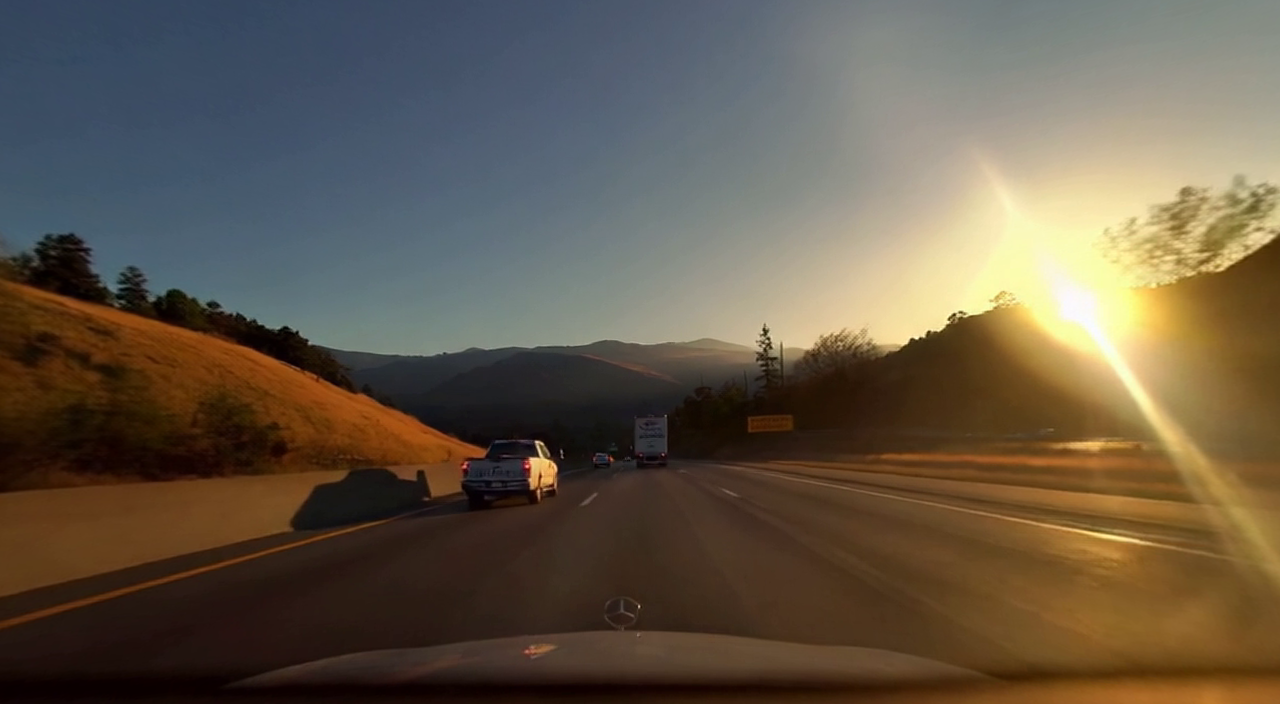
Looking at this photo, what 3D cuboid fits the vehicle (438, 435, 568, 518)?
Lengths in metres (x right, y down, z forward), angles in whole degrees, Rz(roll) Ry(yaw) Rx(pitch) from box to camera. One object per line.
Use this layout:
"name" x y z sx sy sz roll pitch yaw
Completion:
"vehicle" -3.099 2.939 15.237 2.160 1.691 4.243 -1 -9 1
